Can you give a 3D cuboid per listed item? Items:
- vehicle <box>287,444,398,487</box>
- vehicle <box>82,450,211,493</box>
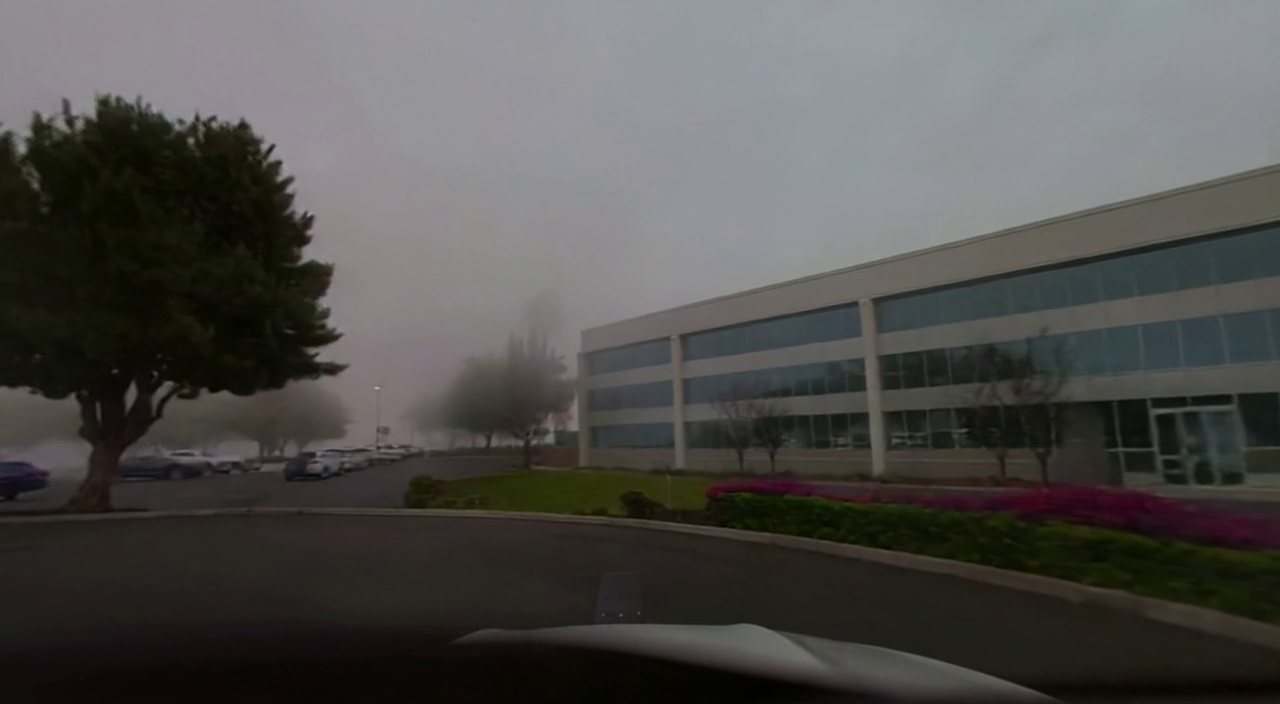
[{"bbox_3d":[-15.056,5.734,32.133,4.755,1.707,1.889,-4,-8,0],"label":"vehicle"},{"bbox_3d":[-27.566,6.681,35.456,5.285,1.837,2.318,-4,-8,-2],"label":"vehicle"}]
